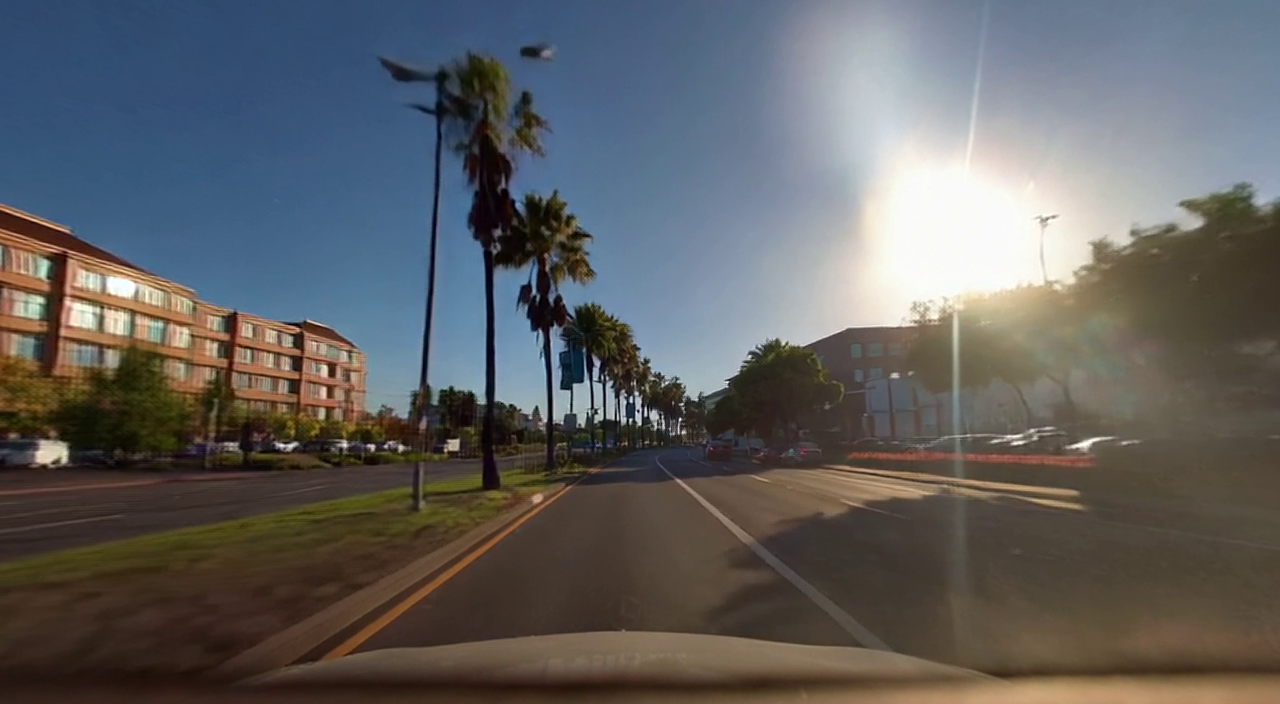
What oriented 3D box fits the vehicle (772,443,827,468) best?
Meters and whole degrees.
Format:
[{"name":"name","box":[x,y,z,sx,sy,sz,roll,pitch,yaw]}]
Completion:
[{"name":"vehicle","box":[10.196,6.653,40.659,2.086,1.545,4.645,1,-8,-4]}]

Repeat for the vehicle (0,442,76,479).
[{"name":"vehicle","box":[-36.043,6.102,35.557,5.711,2.003,2.550,0,-8,-1]}]
